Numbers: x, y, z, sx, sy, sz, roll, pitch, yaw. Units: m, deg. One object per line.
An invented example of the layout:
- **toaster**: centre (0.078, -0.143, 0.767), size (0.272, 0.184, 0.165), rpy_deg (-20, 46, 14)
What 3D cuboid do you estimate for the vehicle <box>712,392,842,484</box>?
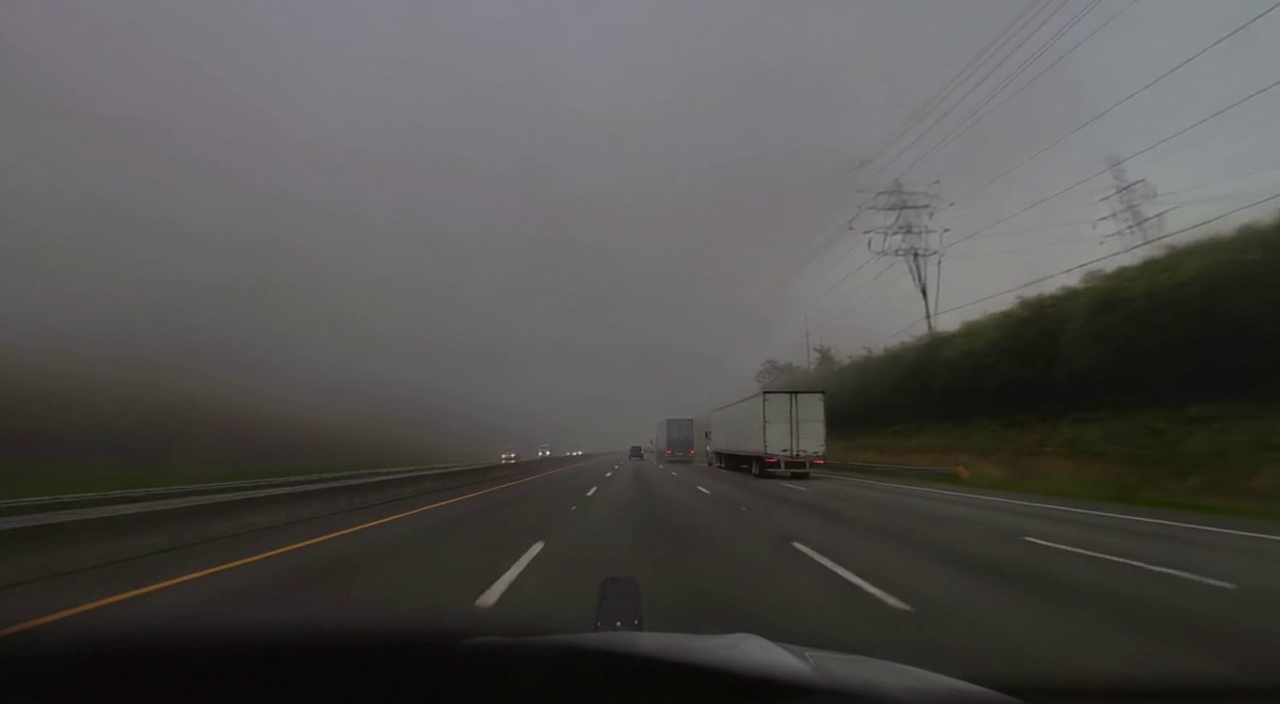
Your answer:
- **vehicle**: centre (7.202, 5.186, 37.120), size (3.400, 4.134, 17.388), rpy_deg (0, -9, -1)
